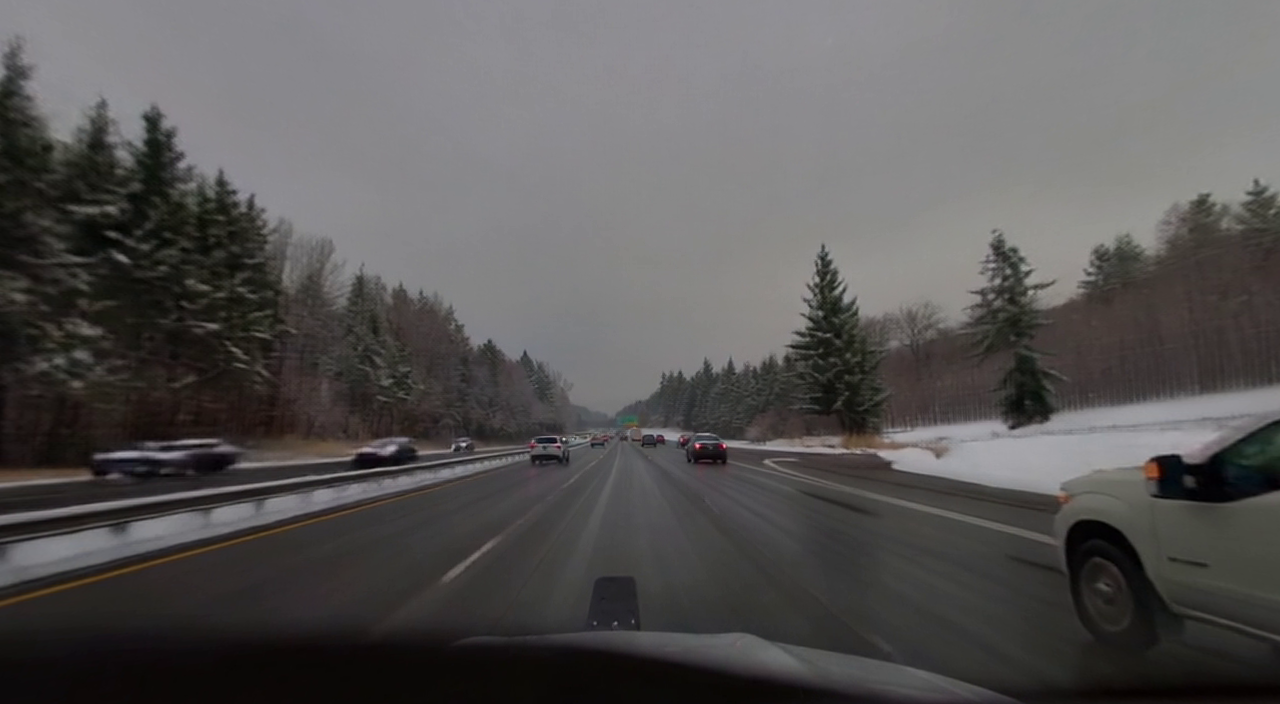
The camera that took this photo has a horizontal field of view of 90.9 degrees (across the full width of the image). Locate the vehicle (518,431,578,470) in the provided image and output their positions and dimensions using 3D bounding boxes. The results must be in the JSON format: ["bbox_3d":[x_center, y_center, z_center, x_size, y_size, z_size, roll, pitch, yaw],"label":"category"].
[{"bbox_3d":[-4.058,4.399,28.541,2.011,1.614,4.808,0,-8,-1],"label":"vehicle"}]

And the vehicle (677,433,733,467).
[{"bbox_3d":[2.890,4.463,28.983,1.990,1.480,3.865,0,-8,-2],"label":"vehicle"}]

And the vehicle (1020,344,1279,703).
[{"bbox_3d":[3.506,0.693,1.701,1.949,1.639,4.748,0,-8,-1],"label":"vehicle"}]

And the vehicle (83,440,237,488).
[{"bbox_3d":[-16.131,3.743,21.556,1.863,1.450,4.406,0,-8,-1],"label":"vehicle"}]

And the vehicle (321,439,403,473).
[{"bbox_3d":[-12.582,4.686,28.883,1.865,1.416,4.371,0,-8,-2],"label":"vehicle"}]
